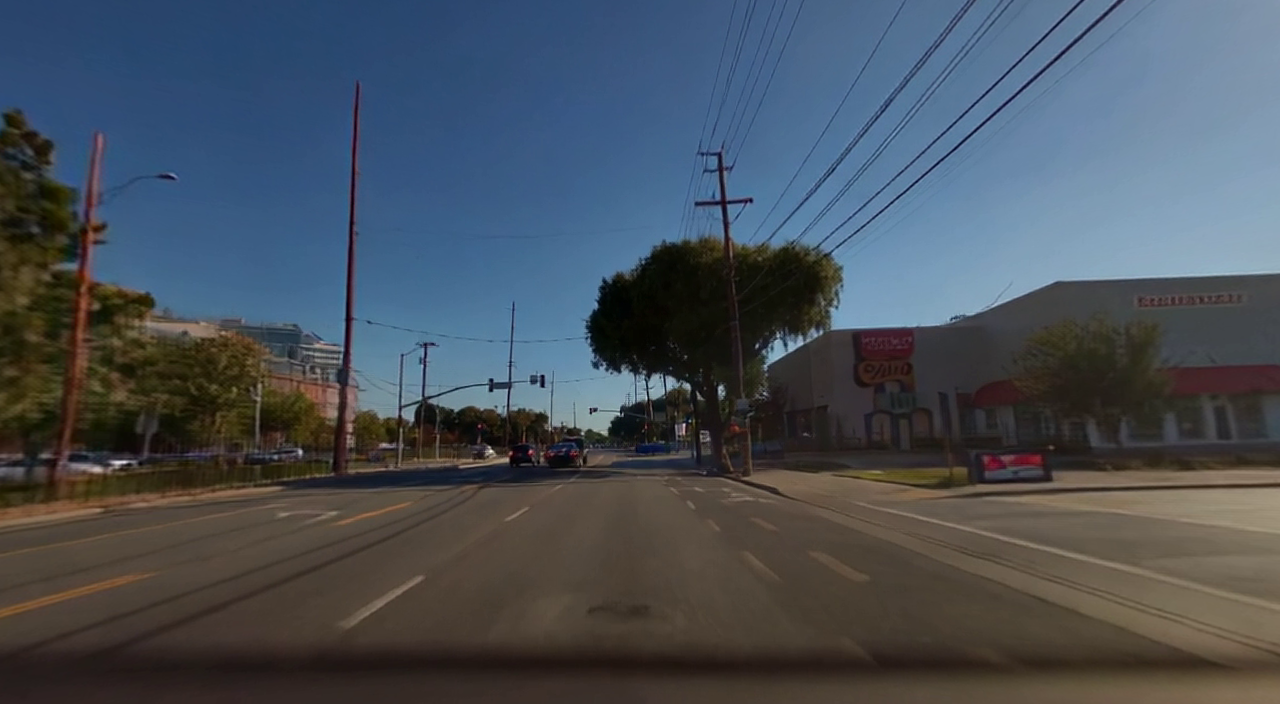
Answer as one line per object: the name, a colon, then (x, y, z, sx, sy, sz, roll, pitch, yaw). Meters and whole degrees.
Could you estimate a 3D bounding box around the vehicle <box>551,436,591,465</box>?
vehicle: (-4.809, 6.935, 44.704, 2.371, 1.926, 5.099, 0, -8, -2)

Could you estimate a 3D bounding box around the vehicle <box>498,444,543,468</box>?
vehicle: (-7.422, 6.475, 39.496, 2.010, 1.455, 4.271, 0, -8, 0)
